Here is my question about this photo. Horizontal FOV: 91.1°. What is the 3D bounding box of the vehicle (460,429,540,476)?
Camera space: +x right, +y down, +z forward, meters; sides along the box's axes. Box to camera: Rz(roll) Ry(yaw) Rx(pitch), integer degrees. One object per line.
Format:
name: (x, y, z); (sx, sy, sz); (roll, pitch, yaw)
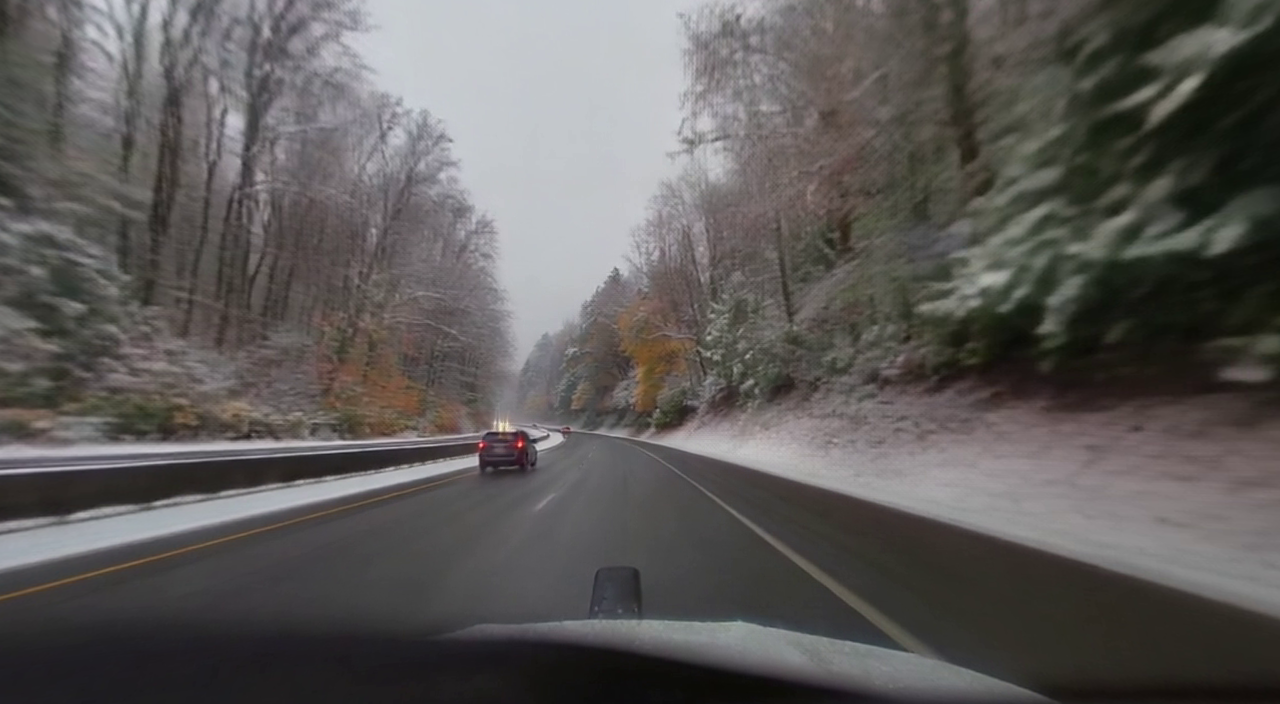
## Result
vehicle: (-5.060, 3.667, 23.381); (2.073, 1.559, 4.393); (0, -8, -2)
